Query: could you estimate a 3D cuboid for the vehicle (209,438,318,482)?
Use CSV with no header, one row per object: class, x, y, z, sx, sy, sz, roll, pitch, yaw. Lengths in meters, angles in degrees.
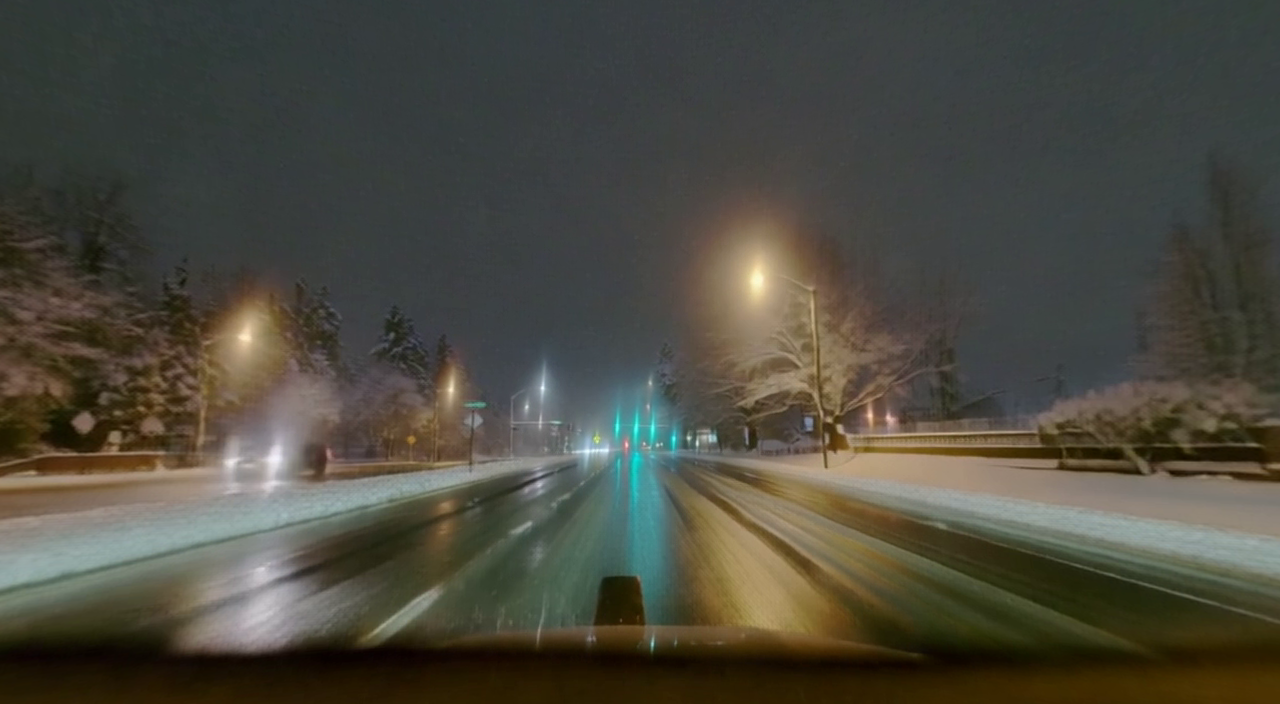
vehicle,-16.608,4.766,28.179,2.025,1.802,4.468,0,-8,1
